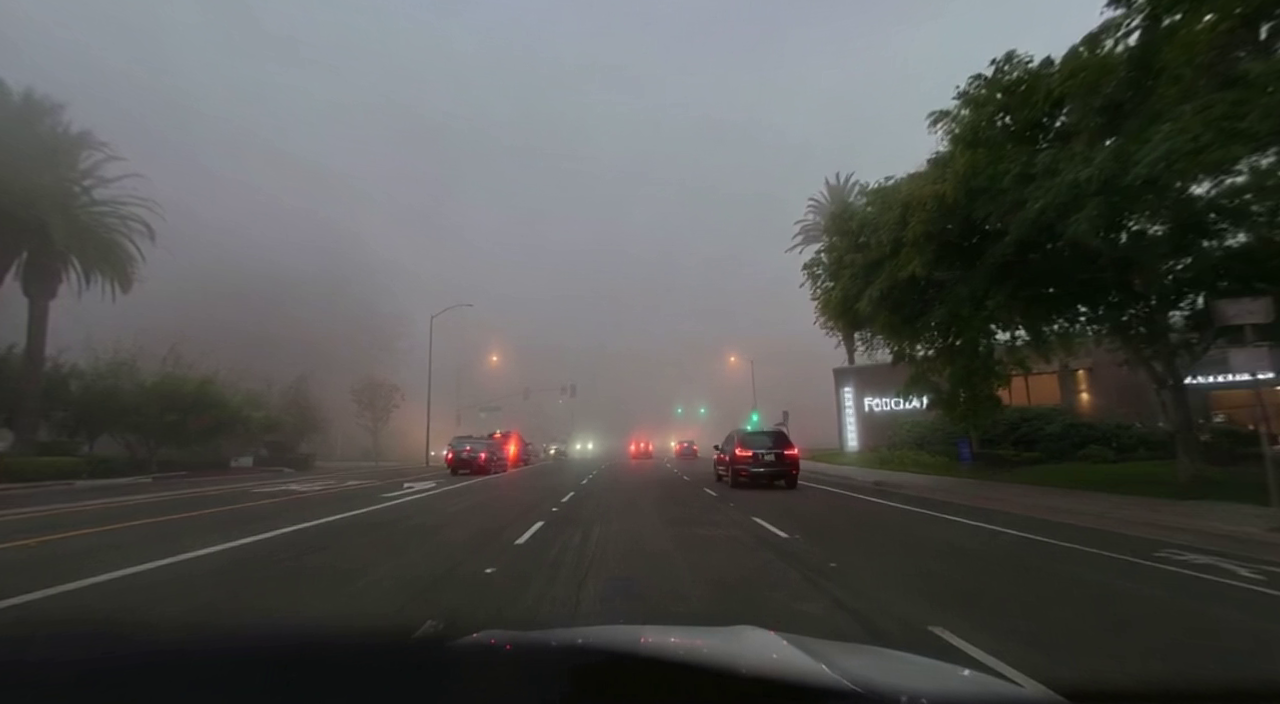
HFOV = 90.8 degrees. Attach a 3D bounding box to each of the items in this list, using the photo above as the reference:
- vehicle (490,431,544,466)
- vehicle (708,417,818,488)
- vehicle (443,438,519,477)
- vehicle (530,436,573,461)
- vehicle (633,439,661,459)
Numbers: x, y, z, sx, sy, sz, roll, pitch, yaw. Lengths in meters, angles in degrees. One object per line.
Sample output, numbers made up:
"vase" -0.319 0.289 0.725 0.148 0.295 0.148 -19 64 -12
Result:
"vehicle" -7.066 5.608 36.828 2.127 1.888 4.637 -1 -8 1
"vehicle" 3.682 3.161 20.040 2.267 1.931 5.145 0 -8 -2
"vehicle" -6.662 4.479 27.136 1.935 1.483 4.973 0 -8 1
"vehicle" -6.365 7.024 46.062 2.088 1.746 4.650 -1 -8 5
"vehicle" 0.592 7.575 49.477 2.057 1.492 3.825 -1 -8 3
